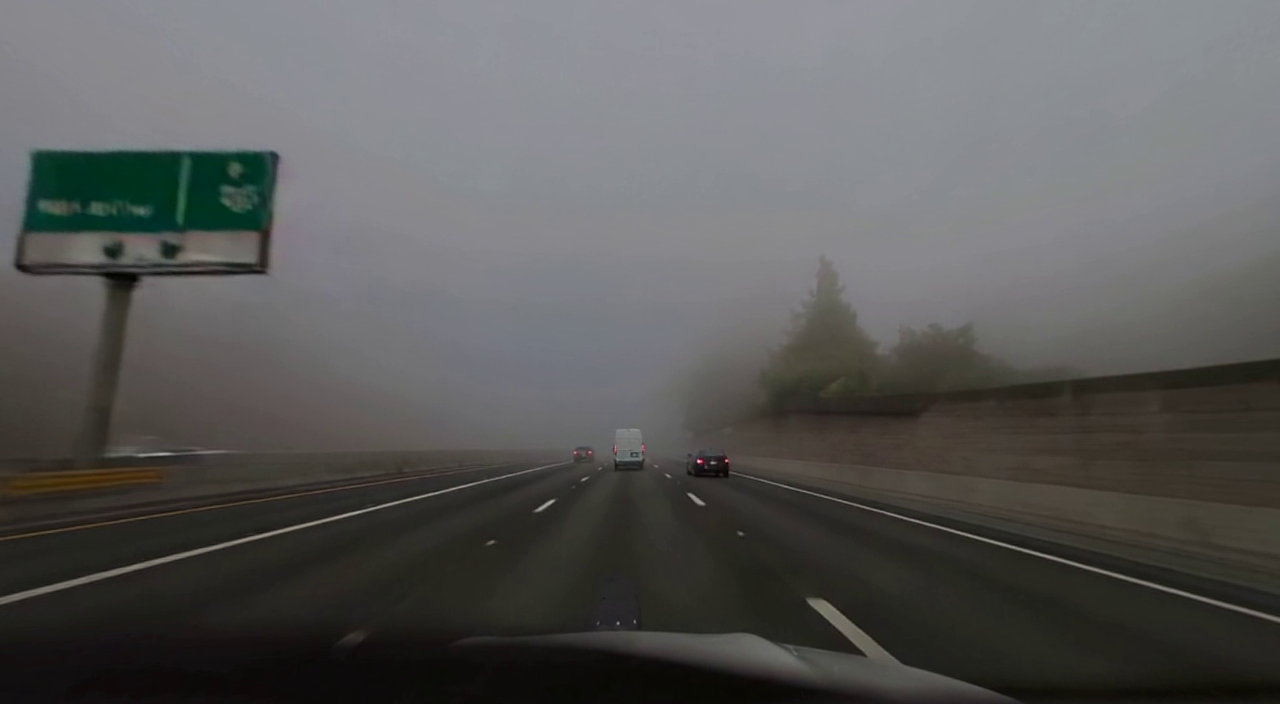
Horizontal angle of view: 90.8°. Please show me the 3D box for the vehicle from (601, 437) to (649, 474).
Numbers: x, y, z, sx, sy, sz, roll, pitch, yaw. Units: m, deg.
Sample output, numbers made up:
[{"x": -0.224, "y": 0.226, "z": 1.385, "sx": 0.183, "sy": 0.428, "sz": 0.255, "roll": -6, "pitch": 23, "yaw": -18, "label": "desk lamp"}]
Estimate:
[{"x": -0.743, "y": 5.302, "z": 32.575, "sx": 2.297, "sy": 1.783, "sz": 4.355, "roll": 0, "pitch": -8, "yaw": -1, "label": "vehicle"}]

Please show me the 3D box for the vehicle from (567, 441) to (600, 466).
[{"x": -4.123, "y": 7.463, "z": 46.750, "sx": 2.023, "sy": 1.709, "sz": 4.263, "roll": 0, "pitch": -8, "yaw": 0, "label": "vehicle"}]

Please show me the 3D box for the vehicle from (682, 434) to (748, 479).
[{"x": 3.146, "y": 4.505, "z": 27.418, "sx": 2.160, "sy": 1.759, "sz": 4.214, "roll": 0, "pitch": -8, "yaw": -2, "label": "vehicle"}]

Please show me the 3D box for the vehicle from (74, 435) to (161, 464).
[{"x": -29.082, "y": 5.437, "z": 35.304, "sx": 1.601, "sy": 1.485, "sz": 3.882, "roll": -1, "pitch": -8, "yaw": -1, "label": "vehicle"}]
